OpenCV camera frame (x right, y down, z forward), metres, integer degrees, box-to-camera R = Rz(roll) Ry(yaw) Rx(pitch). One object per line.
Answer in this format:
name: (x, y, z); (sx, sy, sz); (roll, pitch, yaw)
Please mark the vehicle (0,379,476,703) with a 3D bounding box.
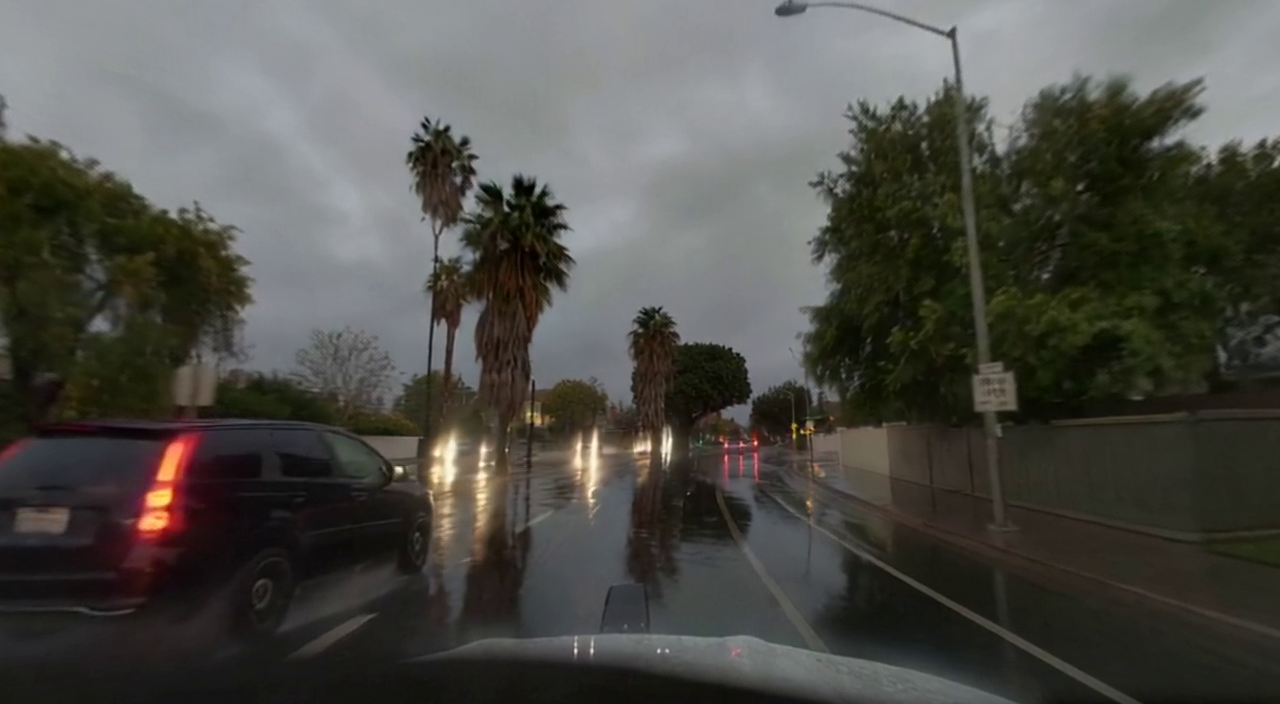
vehicle: (-3.220, 1.230, 5.409); (2.075, 1.498, 4.730); (0, -9, 4)
